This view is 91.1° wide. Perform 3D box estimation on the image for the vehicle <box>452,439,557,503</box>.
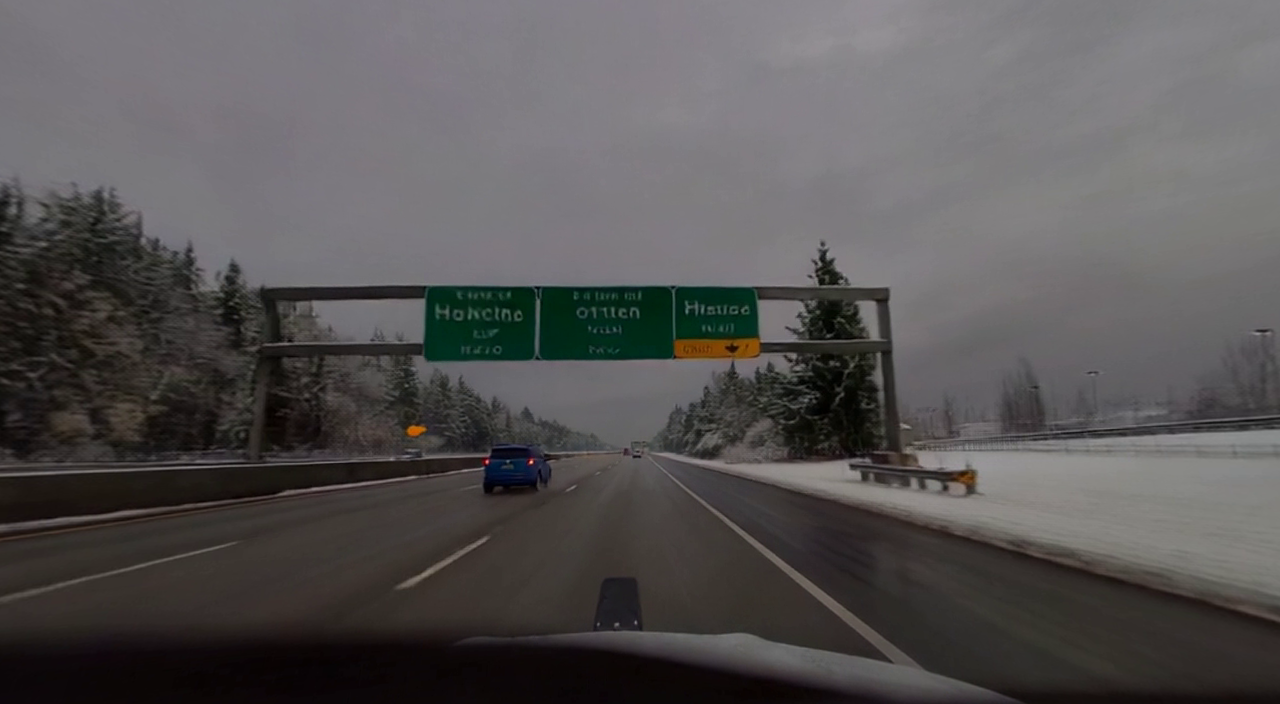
[{"bbox_3d":[-3.816,3.440,18.575,2.104,1.626,4.283,-1,-9,1],"label":"vehicle"}]
